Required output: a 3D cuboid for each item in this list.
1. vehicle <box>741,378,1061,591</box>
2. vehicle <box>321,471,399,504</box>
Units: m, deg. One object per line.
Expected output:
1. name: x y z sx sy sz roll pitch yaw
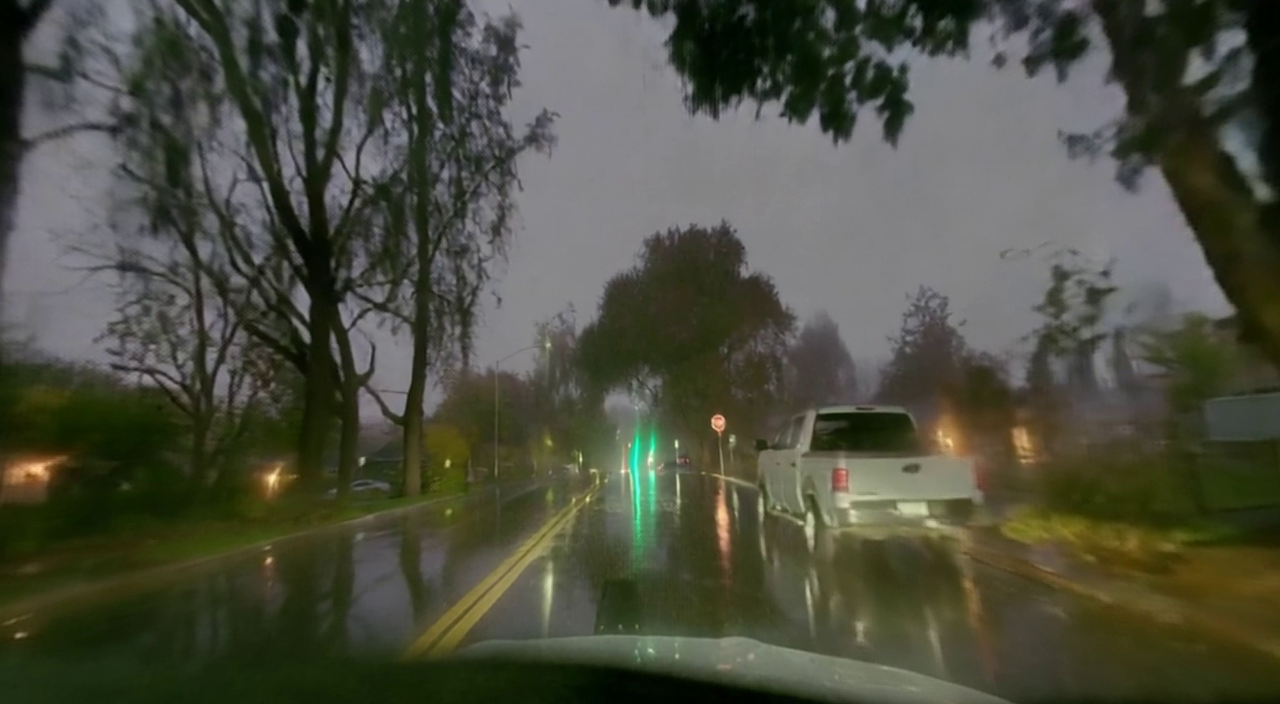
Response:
1. vehicle: 2.715 1.538 8.014 2.109 1.875 4.488 -1 -9 0
2. vehicle: -18.460 8.929 41.642 4.274 1.626 2.093 -7 -10 10
